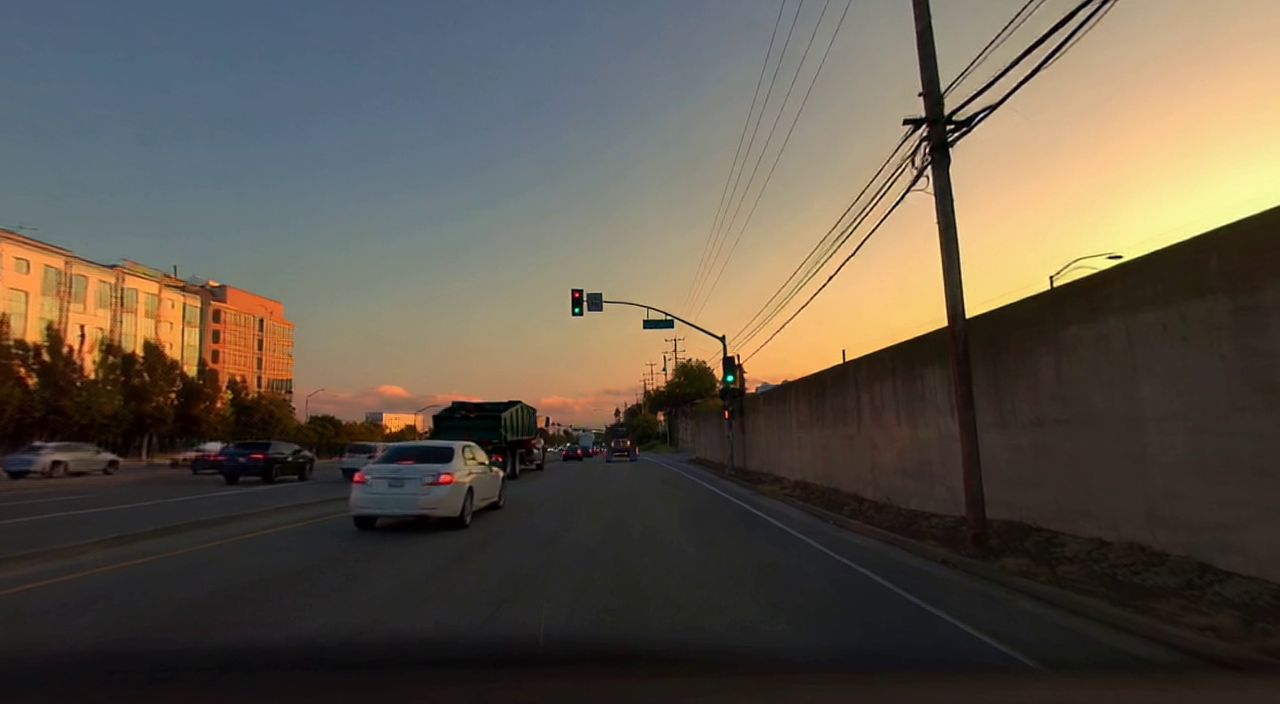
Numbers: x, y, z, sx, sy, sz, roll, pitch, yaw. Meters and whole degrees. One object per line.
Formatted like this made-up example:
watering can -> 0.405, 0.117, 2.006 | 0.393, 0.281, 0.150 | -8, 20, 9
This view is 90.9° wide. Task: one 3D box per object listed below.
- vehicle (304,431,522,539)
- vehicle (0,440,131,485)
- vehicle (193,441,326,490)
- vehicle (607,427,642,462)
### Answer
vehicle -> -3.624, 2.214, 11.288 | 2.019, 1.480, 4.966 | 0, -8, 1
vehicle -> -24.122, 4.539, 26.284 | 1.891, 1.696, 4.613 | 0, -8, 1
vehicle -> -12.879, 3.831, 21.709 | 1.905, 1.492, 4.151 | -1, -8, 2
vehicle -> -1.143, 6.656, 45.274 | 2.355, 2.305, 5.336 | 0, -8, -2
